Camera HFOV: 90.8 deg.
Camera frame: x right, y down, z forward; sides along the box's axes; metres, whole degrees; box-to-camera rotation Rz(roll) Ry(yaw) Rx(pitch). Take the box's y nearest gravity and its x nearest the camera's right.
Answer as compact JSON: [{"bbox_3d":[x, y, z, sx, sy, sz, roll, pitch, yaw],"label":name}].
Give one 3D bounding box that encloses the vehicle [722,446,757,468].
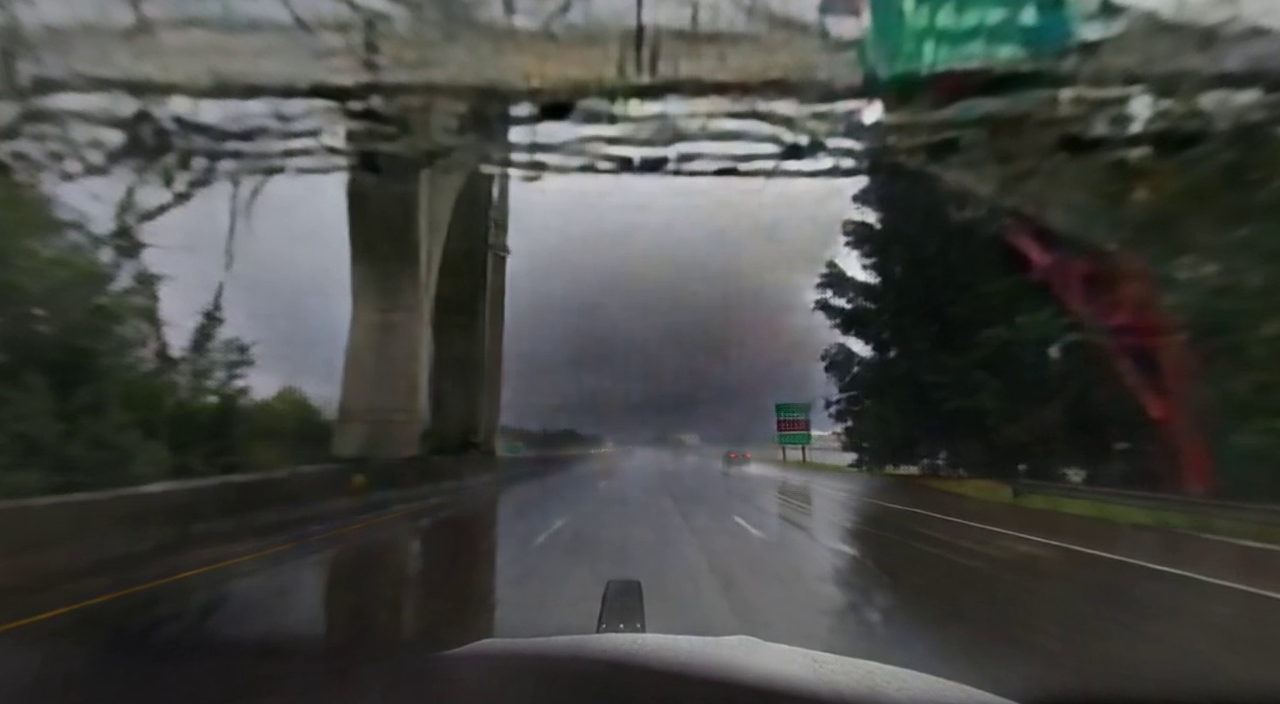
[{"bbox_3d":[7.221,7.653,46.236,1.923,1.516,3.815,0,-9,0],"label":"vehicle"}]
